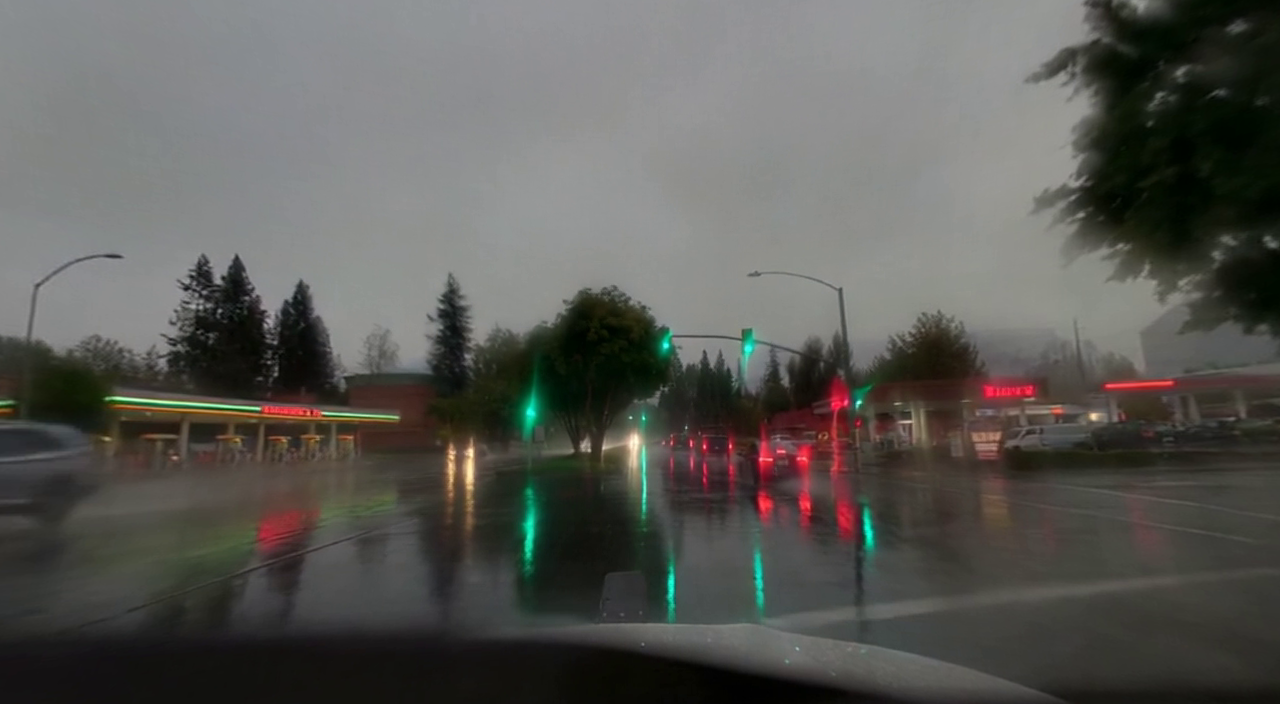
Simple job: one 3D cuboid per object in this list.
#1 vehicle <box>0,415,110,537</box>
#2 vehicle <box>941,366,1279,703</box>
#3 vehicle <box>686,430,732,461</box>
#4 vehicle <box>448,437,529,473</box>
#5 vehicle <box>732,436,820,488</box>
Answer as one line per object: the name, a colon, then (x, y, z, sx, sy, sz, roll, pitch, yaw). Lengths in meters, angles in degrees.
vehicle: (-11.261, 1.944, 9.778, 2.416, 1.903, 4.339, 0, -7, -3)
vehicle: (3.819, 1.006, 3.546, 1.875, 1.665, 4.931, 0, -8, 1)
vehicle: (4.776, 6.579, 44.313, 2.611, 1.983, 5.165, 0, -8, 0)
vehicle: (-7.673, 5.264, 32.532, 2.842, 1.476, 4.980, -3, -7, 1)
vehicle: (4.119, 3.386, 19.783, 1.871, 1.442, 4.122, 0, -8, 0)
